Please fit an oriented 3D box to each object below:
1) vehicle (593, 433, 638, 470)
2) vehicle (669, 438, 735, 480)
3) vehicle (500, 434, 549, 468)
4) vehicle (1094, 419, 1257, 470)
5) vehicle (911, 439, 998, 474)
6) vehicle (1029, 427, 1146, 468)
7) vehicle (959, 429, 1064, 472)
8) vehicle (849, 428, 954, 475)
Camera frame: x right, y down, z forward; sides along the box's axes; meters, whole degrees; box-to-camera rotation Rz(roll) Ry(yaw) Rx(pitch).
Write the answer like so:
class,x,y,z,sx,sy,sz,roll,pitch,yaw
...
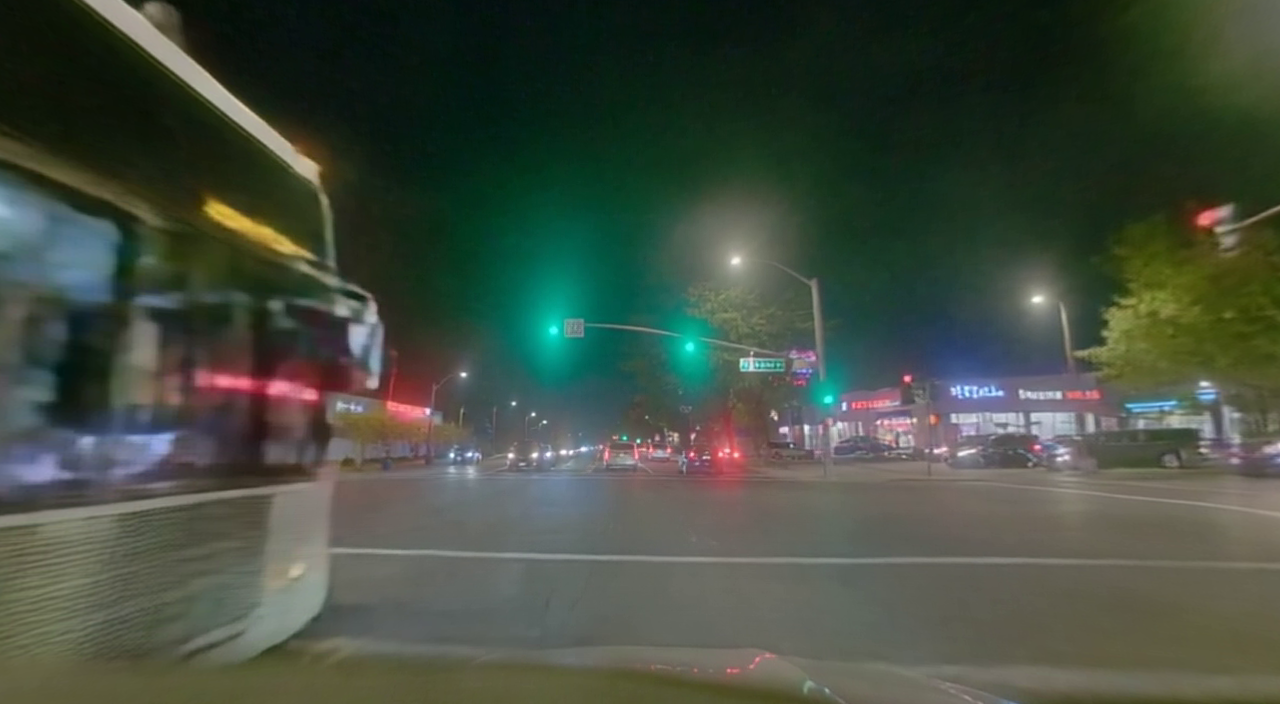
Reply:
class,x,y,z,sx,sy,sz,roll,pitch,yaw
vehicle,-1.309,5.411,34.474,2.301,1.837,4.411,0,-8,-2
vehicle,2.403,4.261,25.442,2.046,1.540,3.883,0,-8,-3
vehicle,-6.700,5.750,37.011,2.242,1.740,4.659,-1,-7,-3
vehicle,24.008,4.164,28.665,2.384,1.959,5.372,-2,-7,-4
vehicle,14.255,4.722,28.833,1.860,1.443,3.772,0,-8,-3
vehicle,20.420,4.385,29.039,2.143,1.731,4.290,0,-8,-1
vehicle,17.082,4.556,29.310,2.020,1.796,4.600,-1,-8,0
vehicle,11.803,4.538,28.943,2.304,1.907,4.844,0,-8,-6
